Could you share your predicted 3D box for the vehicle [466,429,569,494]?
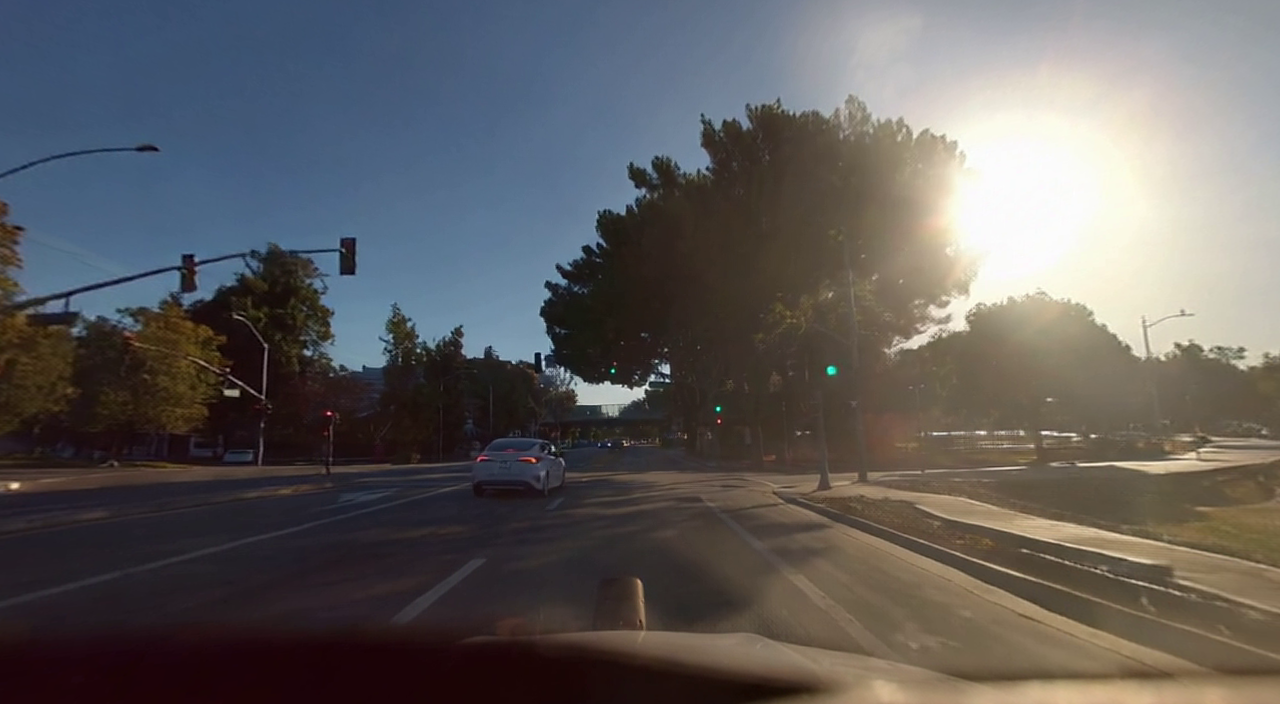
[{"bbox_3d":[-3.299,3.064,17.976,2.076,1.599,4.483,0,-9,-1],"label":"vehicle"}]
